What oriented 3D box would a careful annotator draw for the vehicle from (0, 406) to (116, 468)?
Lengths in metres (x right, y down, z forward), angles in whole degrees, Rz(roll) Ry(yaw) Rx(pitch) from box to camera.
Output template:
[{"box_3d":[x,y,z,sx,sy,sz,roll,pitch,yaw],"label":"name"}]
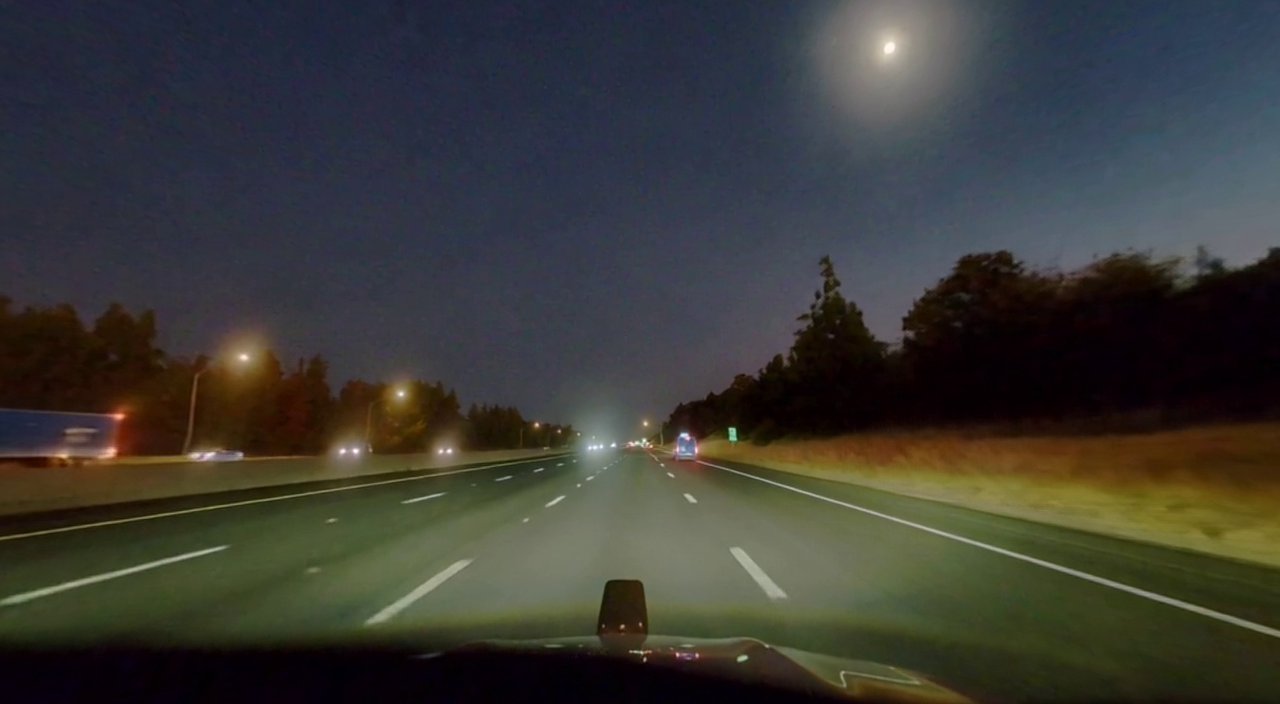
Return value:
[{"box_3d":[-42.690,5.612,41.405,2.854,3.962,16.533,0,-8,-1],"label":"vehicle"}]
